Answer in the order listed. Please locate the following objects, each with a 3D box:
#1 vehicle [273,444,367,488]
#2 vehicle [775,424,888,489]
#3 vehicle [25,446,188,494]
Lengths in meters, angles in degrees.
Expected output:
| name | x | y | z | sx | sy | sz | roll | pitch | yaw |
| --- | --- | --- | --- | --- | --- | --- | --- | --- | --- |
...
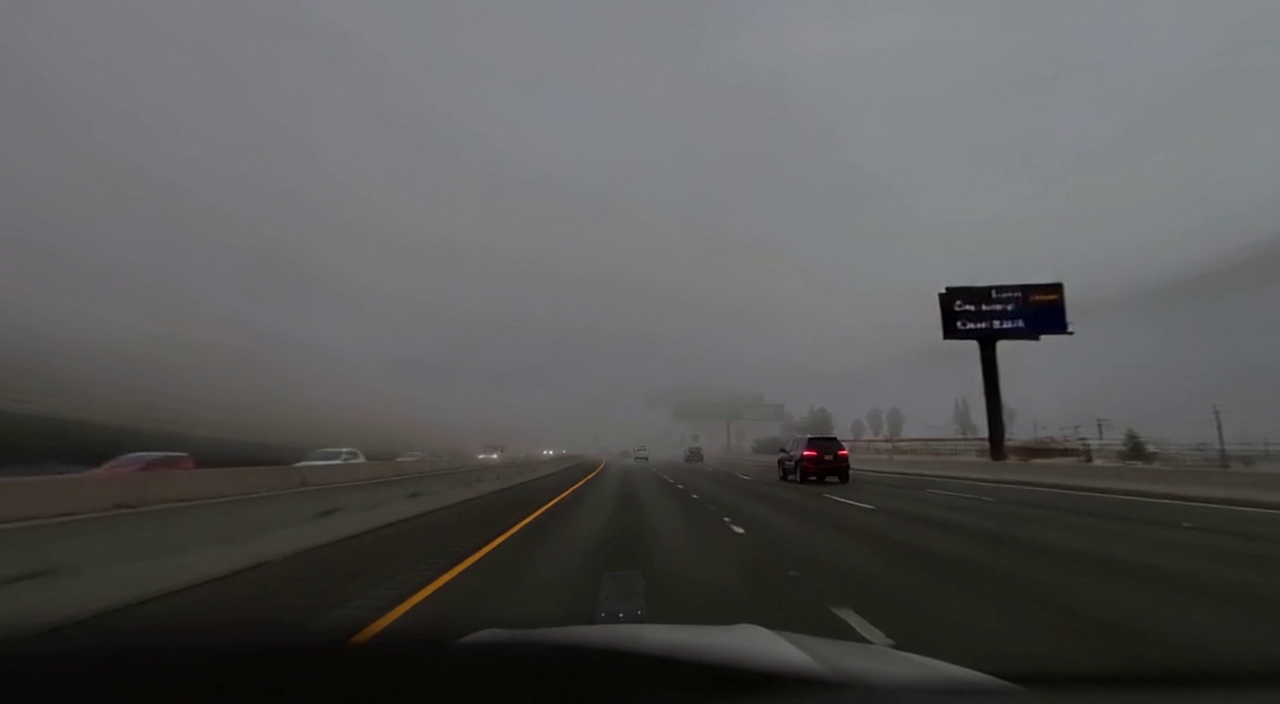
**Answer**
| name | x | y | z | sx | sy | sz | roll | pitch | yaw |
| --- | --- | --- | --- | --- | --- | --- | --- | --- | --- |
| vehicle | -13.271 | 4.700 | 26.460 | 1.828 | 1.562 | 4.063 | -2 | -8 | 0 |
| vehicle | 6.446 | 3.589 | 22.011 | 2.181 | 1.952 | 4.973 | 0 | -9 | -2 |
| vehicle | -20.512 | 4.530 | 24.677 | 2.089 | 1.643 | 4.979 | 0 | -9 | -1 |
